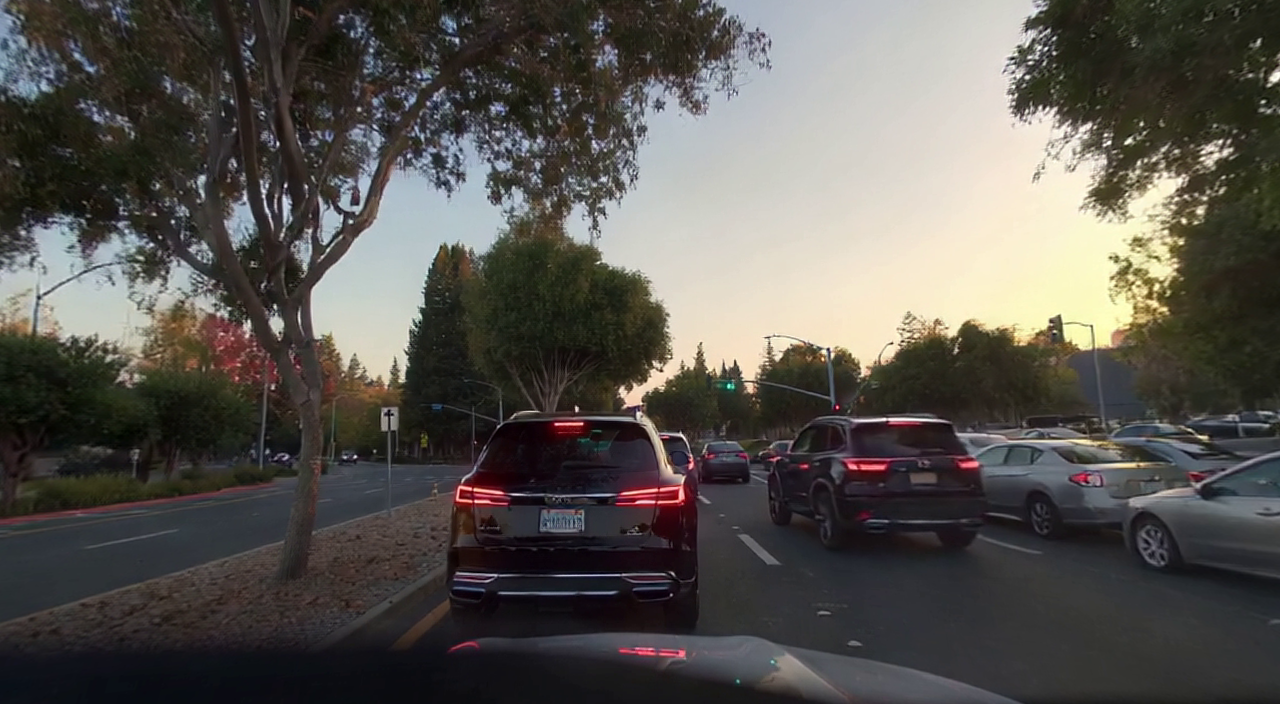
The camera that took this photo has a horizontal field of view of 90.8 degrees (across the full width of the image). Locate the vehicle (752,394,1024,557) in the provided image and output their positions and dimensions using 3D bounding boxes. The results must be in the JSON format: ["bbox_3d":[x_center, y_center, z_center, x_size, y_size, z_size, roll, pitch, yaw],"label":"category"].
[{"bbox_3d":[3.374,1.822,9.979,2.200,1.909,4.853,0,-9,-1],"label":"vehicle"}]

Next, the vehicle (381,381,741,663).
[{"bbox_3d":[-0.428,1.352,6.074,2.201,1.709,4.271,0,-9,2],"label":"vehicle"}]

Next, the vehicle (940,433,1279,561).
[{"bbox_3d":[6.615,2.005,9.566,1.894,1.445,4.565,0,-9,0],"label":"vehicle"}]
